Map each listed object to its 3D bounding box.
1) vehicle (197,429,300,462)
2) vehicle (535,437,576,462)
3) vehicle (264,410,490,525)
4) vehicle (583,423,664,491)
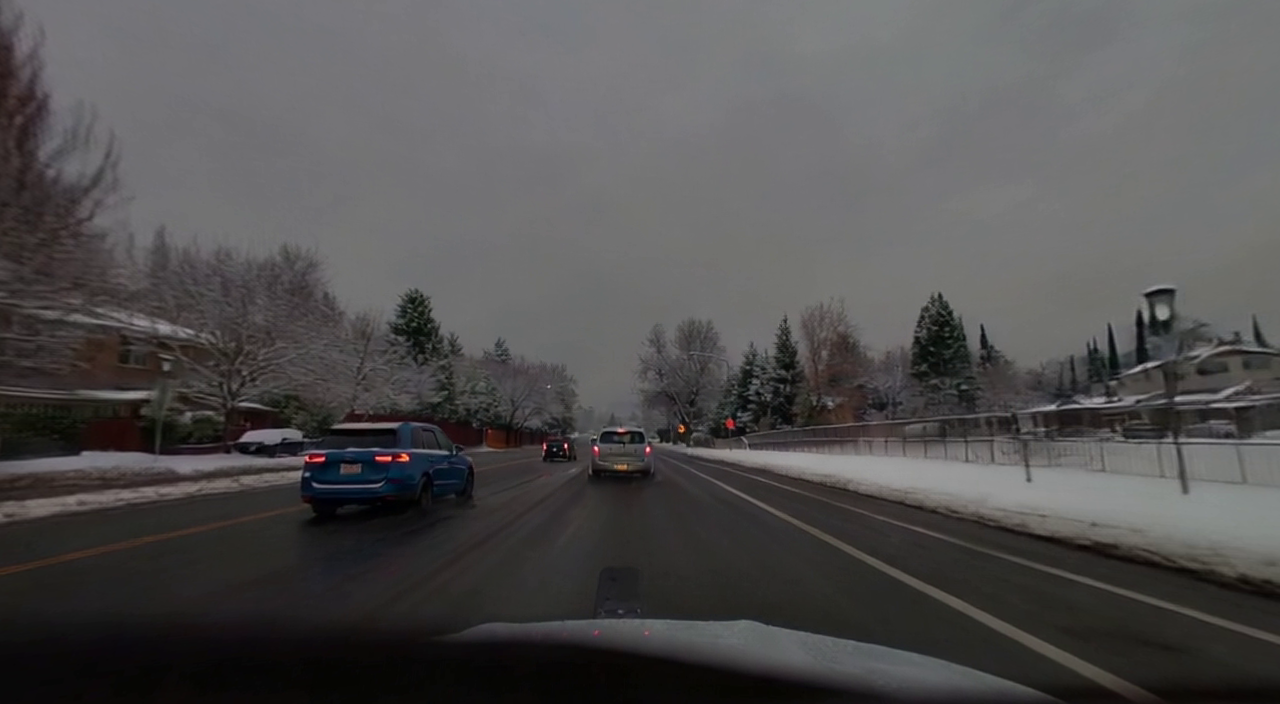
[{"bbox_3d":[-25.757,6.153,41.727,5.216,2.058,2.299,0,-8,-1],"label":"vehicle"},{"bbox_3d":[-5.262,6.115,39.860,2.014,1.493,4.658,0,-8,-1],"label":"vehicle"},{"bbox_3d":[-4.518,2.065,11.881,2.243,1.722,4.621,0,-8,0],"label":"vehicle"},{"bbox_3d":[-0.482,3.075,18.821,2.131,1.761,4.242,0,-8,-1],"label":"vehicle"}]
